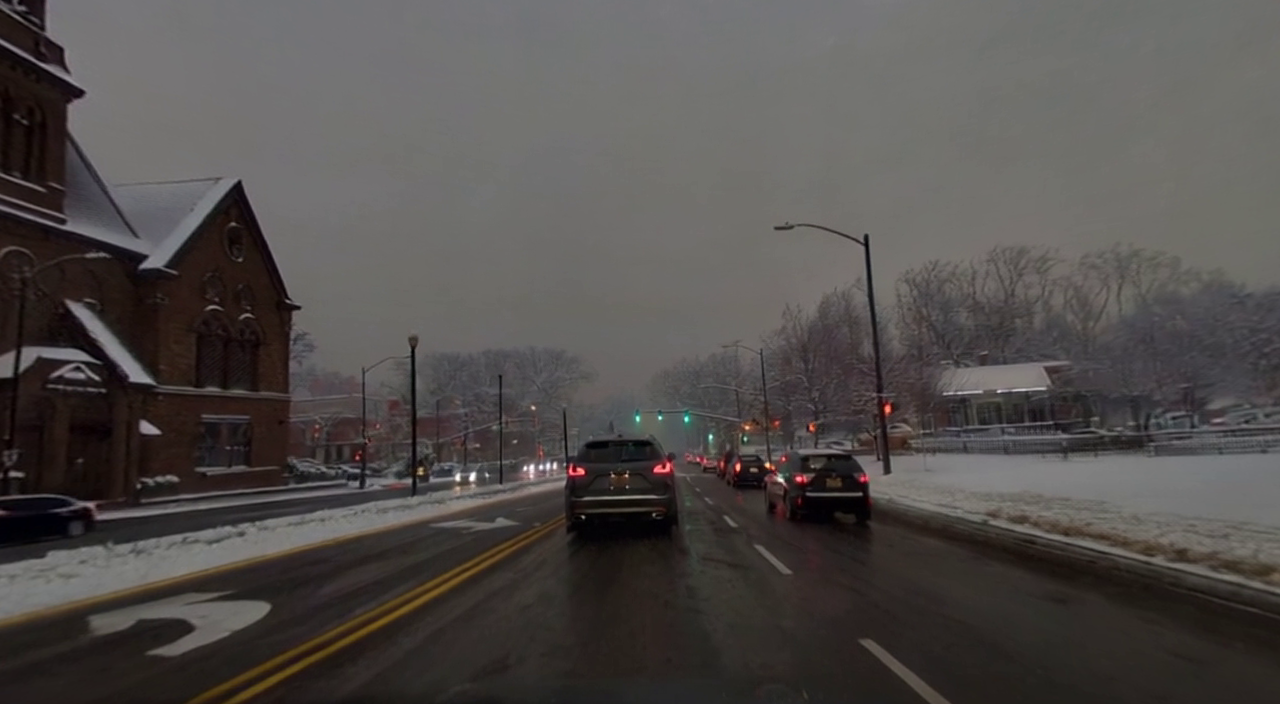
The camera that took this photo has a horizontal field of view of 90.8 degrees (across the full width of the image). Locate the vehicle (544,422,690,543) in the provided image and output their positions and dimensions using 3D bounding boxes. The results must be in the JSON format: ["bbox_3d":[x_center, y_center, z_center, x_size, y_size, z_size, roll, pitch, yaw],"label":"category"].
[{"bbox_3d":[-0.252,2.266,11.548,2.168,1.776,4.135,-1,-9,3],"label":"vehicle"}]

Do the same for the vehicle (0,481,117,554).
[{"bbox_3d":[-16.127,4.154,15.836,1.901,1.532,4.733,0,-9,1],"label":"vehicle"}]

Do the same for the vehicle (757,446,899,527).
[{"bbox_3d":[3.902,2.829,13.976,1.883,1.472,4.471,-1,-9,2],"label":"vehicle"}]

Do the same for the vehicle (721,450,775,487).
[{"bbox_3d":[4.794,5.214,28.603,1.890,1.491,4.166,-1,-9,2],"label":"vehicle"}]
